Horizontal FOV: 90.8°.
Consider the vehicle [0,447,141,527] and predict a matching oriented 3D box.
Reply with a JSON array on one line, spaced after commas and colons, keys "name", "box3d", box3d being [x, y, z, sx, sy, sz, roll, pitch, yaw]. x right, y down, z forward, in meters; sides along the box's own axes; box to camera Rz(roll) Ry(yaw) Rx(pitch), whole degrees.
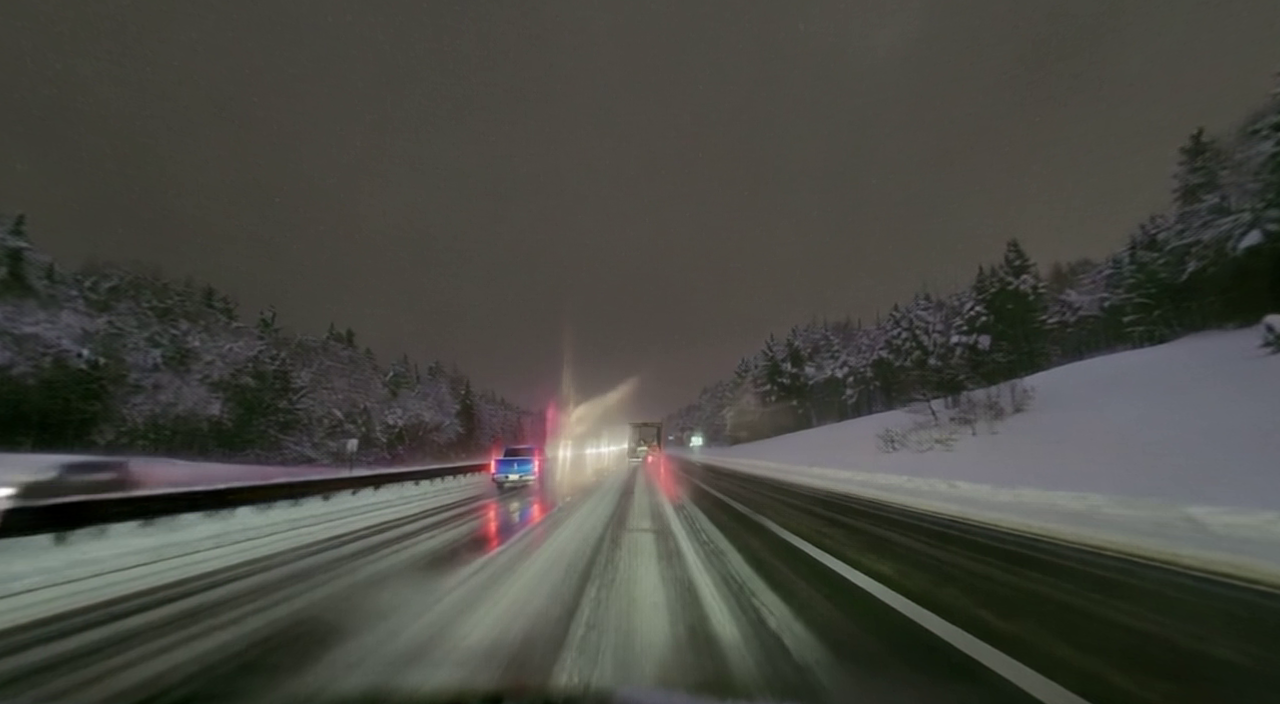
[{"name": "vehicle", "box3d": [-13.299, 2.755, 13.136, 2.005, 1.521, 4.592, -1, -9, 1]}]

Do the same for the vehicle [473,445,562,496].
[{"name": "vehicle", "box3d": [-3.793, 3.747, 20.253, 1.955, 1.438, 4.100, -1, -9, 1]}]
